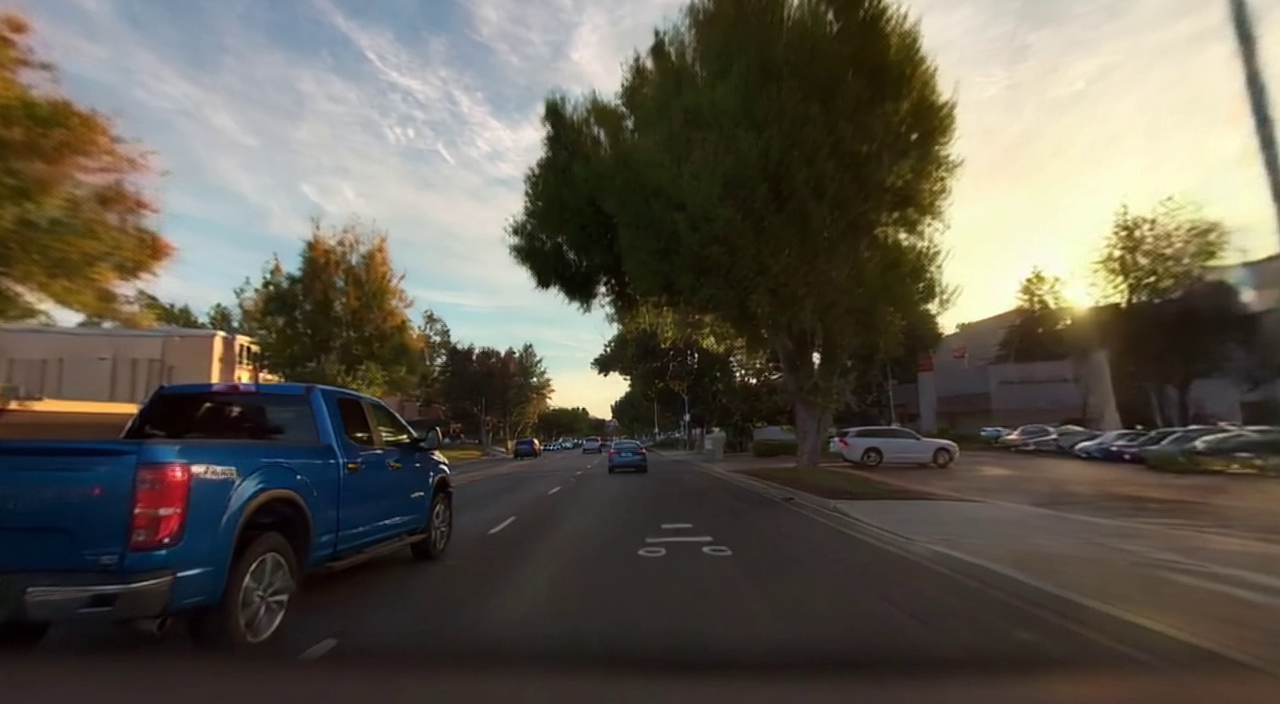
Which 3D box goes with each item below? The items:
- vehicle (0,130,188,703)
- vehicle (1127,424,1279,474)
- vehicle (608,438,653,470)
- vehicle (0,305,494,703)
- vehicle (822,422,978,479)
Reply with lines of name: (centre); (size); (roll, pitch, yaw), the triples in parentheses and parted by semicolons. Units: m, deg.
vehicle: (-3.696, 0.217, 0.505); (2.733, 2.495, 5.037); (0, -8, 2)
vehicle: (19.962, 3.316, 21.478); (4.836, 1.567, 2.051); (-5, -10, 30)
vehicle: (-0.502, 5.353, 33.160); (2.191, 1.530, 4.470); (0, -8, -1)
vehicle: (-3.694, 1.273, 6.598); (2.552, 2.079, 6.810); (0, -8, 1)
vehicle: (8.931, 3.354, 21.542); (5.109, 1.735, 1.997); (4, -9, -26)
